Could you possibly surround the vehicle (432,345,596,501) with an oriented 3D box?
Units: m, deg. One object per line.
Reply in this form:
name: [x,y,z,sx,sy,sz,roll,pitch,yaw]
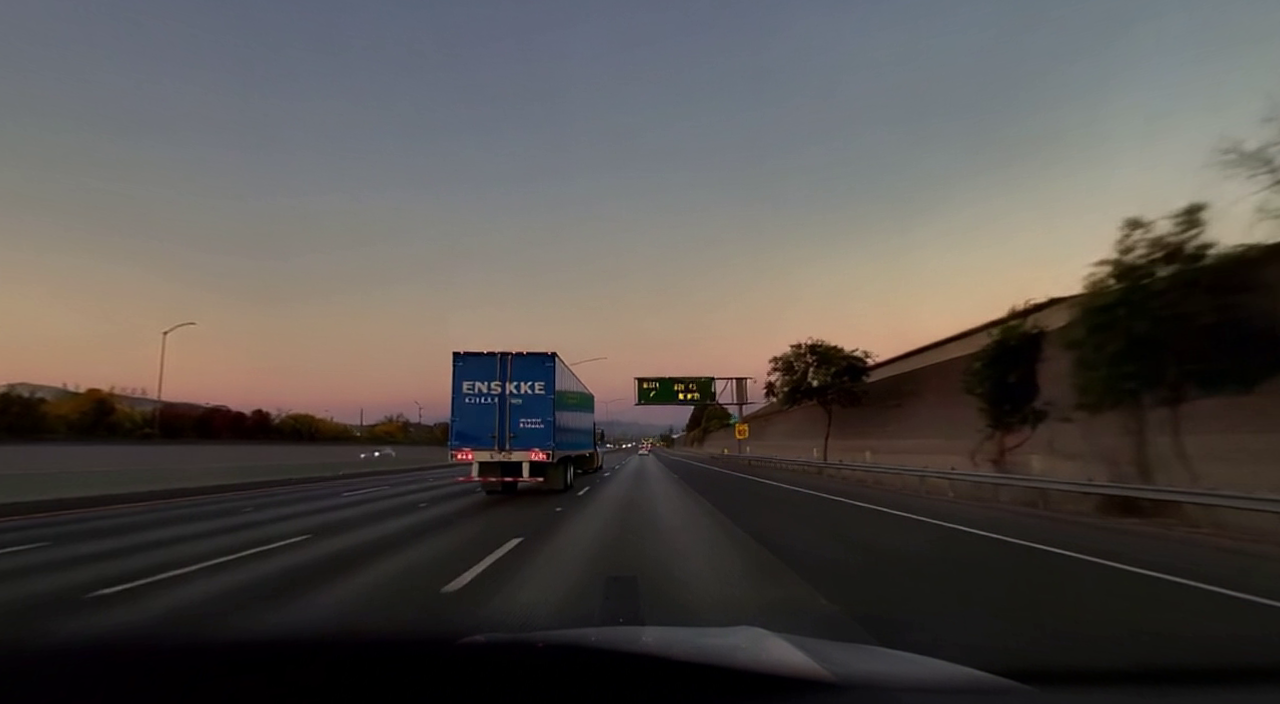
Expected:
vehicle: [-3.568,2.614,21.525,3.059,3.956,11.036,0,-9,1]
